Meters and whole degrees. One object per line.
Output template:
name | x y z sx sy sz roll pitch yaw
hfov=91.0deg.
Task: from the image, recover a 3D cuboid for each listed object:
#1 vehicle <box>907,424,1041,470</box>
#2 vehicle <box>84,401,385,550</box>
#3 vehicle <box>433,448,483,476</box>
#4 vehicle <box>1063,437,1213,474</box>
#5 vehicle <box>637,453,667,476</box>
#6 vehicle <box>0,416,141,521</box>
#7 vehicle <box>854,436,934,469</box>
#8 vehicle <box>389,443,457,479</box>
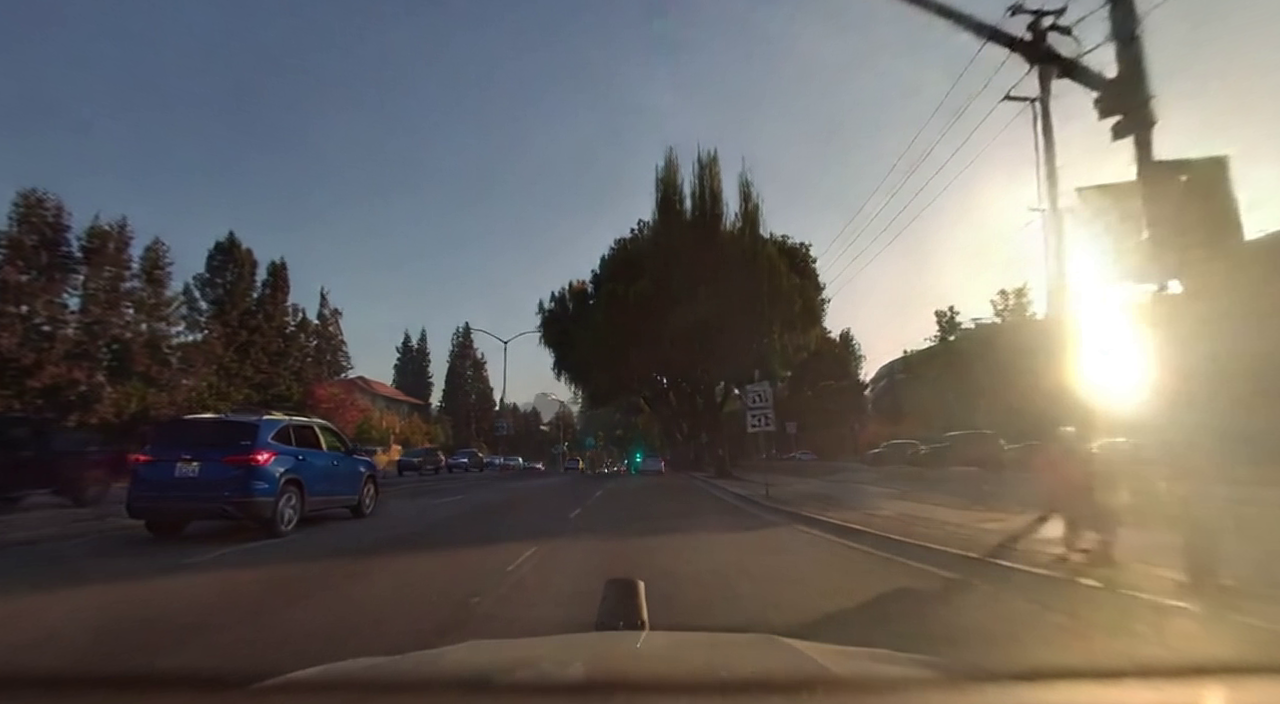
vehicle | 13.508 3.912 25.906 1.950 1.697 4.906 3 -9 -15
vehicle | -6.134 1.918 10.358 2.027 1.908 4.273 0 -9 0
vehicle | -11.932 7.208 41.644 1.953 1.697 4.725 0 -9 -1
vehicle | 21.914 4.588 28.061 1.933 1.487 5.136 2 -9 -11
vehicle | 0.855 8.240 46.273 2.091 1.494 3.962 0 -9 0
vehicle | -12.107 2.017 10.923 2.167 1.799 5.682 0 -9 1
vehicle | 12.821 5.092 32.089 1.884 1.522 4.642 1 -9 -4
vehicle | -11.637 5.858 34.084 2.042 1.801 4.378 0 -9 1
